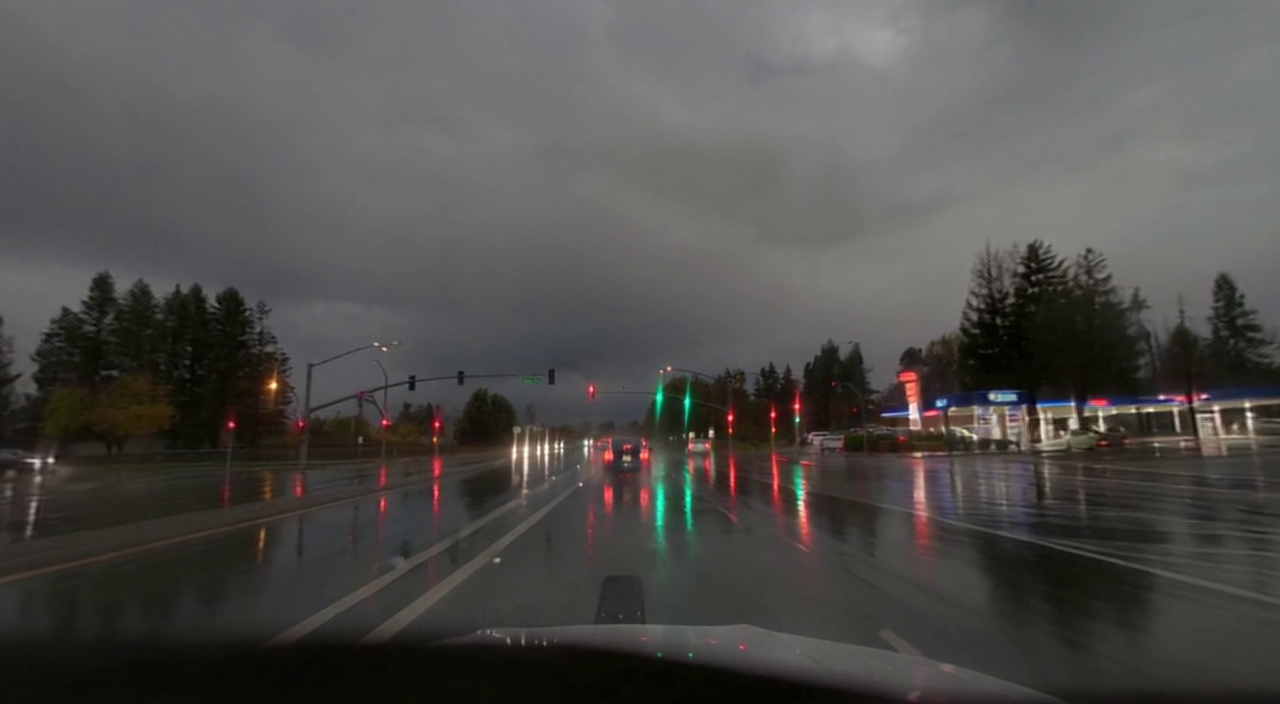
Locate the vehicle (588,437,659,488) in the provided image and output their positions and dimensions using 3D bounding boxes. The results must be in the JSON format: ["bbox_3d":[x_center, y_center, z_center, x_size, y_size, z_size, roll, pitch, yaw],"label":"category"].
[{"bbox_3d":[-0.491,3.485,20.169,2.040,1.451,3.736,0,-9,0],"label":"vehicle"}]

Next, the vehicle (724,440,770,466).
[{"bbox_3d":[6.281,6.002,37.692,1.890,1.489,4.396,0,-9,-1],"label":"vehicle"}]
